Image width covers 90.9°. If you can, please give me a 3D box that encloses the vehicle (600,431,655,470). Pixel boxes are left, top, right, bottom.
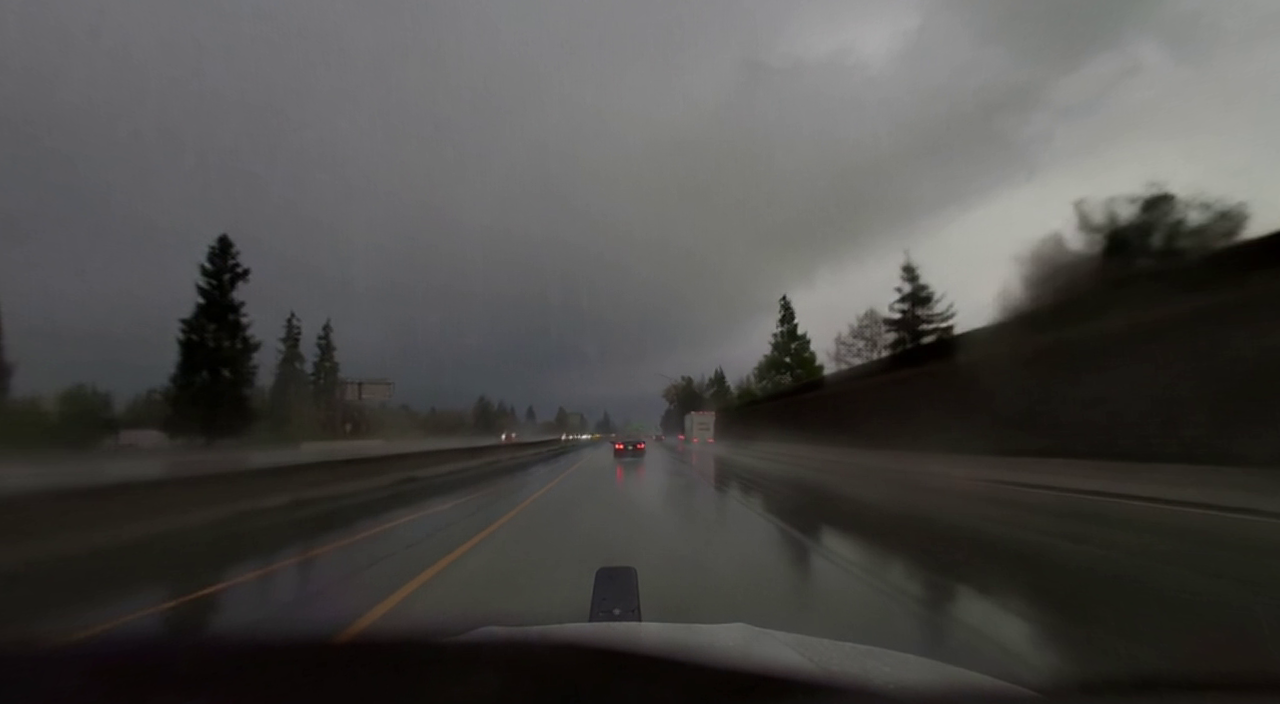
[{"bbox_3d":[-0.551,4.126,26.613,2.119,1.480,4.000,0,-8,-2],"label":"vehicle"}]
